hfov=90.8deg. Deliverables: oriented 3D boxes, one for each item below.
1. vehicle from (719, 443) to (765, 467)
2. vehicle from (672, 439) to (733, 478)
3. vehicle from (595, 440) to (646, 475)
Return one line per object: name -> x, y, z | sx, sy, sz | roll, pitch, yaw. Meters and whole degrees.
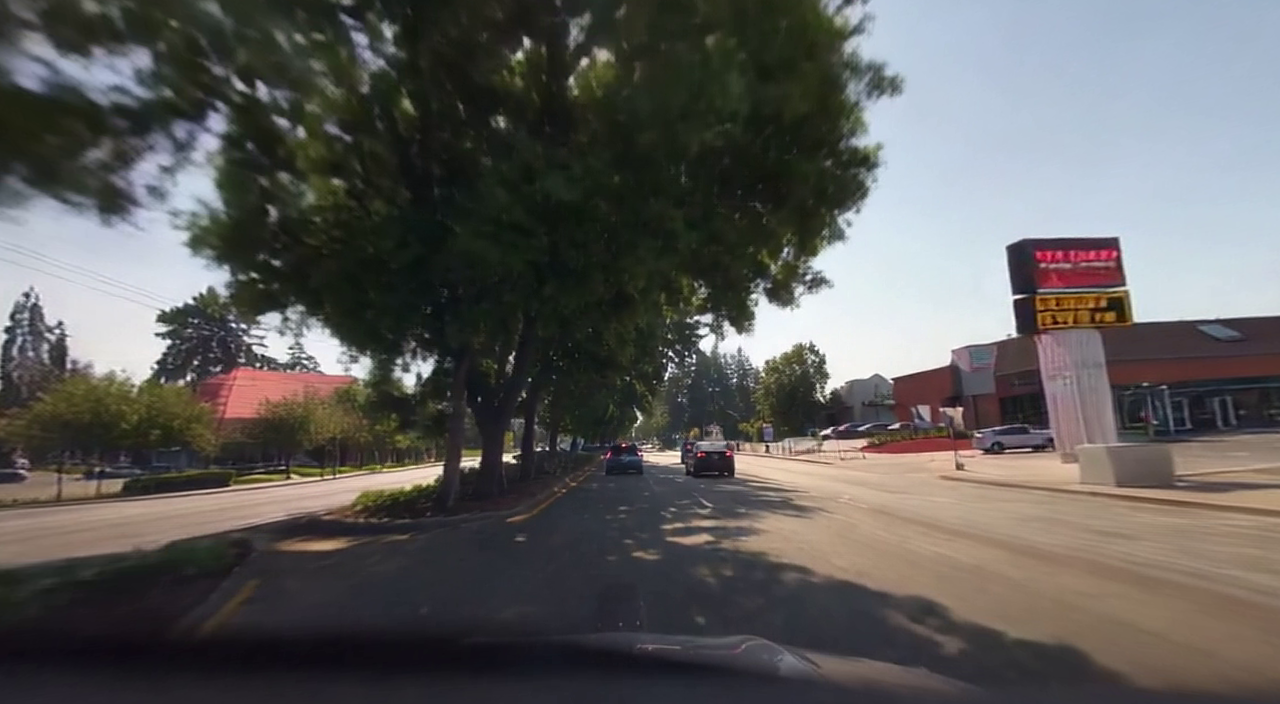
vehicle -> 6.316, 6.435, 39.624 | 2.068, 1.393, 3.874 | 0, -8, -2
vehicle -> 2.583, 4.562, 27.336 | 2.057, 1.491, 4.675 | 0, -8, -2
vehicle -> -0.897, 4.935, 29.782 | 2.242, 1.474, 4.127 | 0, -8, -1
